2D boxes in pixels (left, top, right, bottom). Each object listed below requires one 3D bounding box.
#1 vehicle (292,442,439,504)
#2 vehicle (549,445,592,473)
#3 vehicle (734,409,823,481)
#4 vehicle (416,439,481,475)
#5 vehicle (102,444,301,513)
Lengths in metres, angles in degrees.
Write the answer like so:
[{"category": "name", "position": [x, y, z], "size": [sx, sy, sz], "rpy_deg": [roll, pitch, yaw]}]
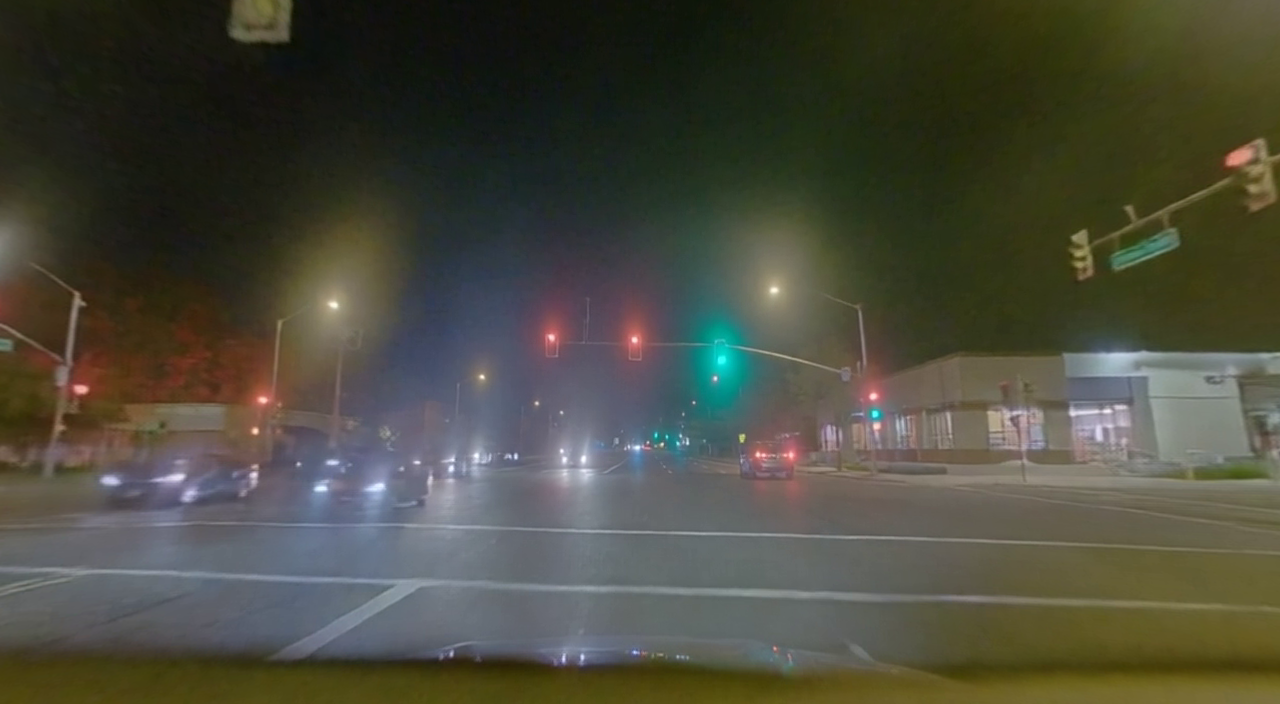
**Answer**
[{"category": "vehicle", "position": [-7.539, 3.348, 17.921], "size": [1.991, 1.506, 4.659], "rpy_deg": [0, -9, 1]}, {"category": "vehicle", "position": [-4.076, 6.317, 37.434], "size": [2.003, 1.539, 4.396], "rpy_deg": [-1, -8, 1]}, {"category": "vehicle", "position": [6.832, 4.773, 32.230], "size": [2.802, 3.208, 7.459], "rpy_deg": [0, -9, 0]}, {"category": "vehicle", "position": [-10.633, 5.889, 35.419], "size": [2.072, 1.841, 4.737], "rpy_deg": [0, -9, 1]}, {"category": "vehicle", "position": [-11.113, 3.196, 16.469], "size": [2.018, 1.519, 4.360], "rpy_deg": [0, -9, 0]}]
